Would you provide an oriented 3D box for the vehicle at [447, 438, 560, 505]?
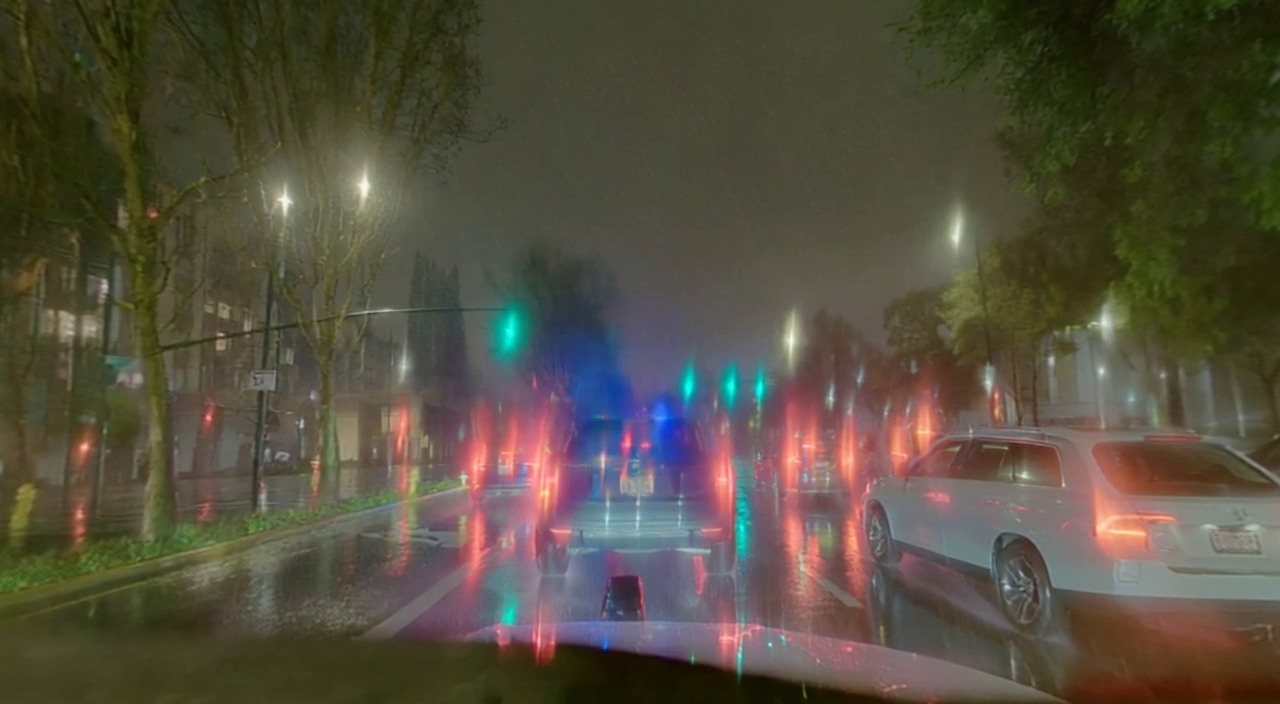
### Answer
[{"bbox_3d":[-3.304,2.985,16.212,1.913,1.464,4.276,0,-8,0],"label":"vehicle"}]

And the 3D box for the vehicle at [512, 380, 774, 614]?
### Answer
[{"bbox_3d":[-0.028,1.460,7.275,2.038,1.819,4.505,0,-8,-1],"label":"vehicle"}]

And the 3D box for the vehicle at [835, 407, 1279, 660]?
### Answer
[{"bbox_3d":[3.644,1.410,6.080,1.995,1.483,4.533,0,-8,-1],"label":"vehicle"}]
